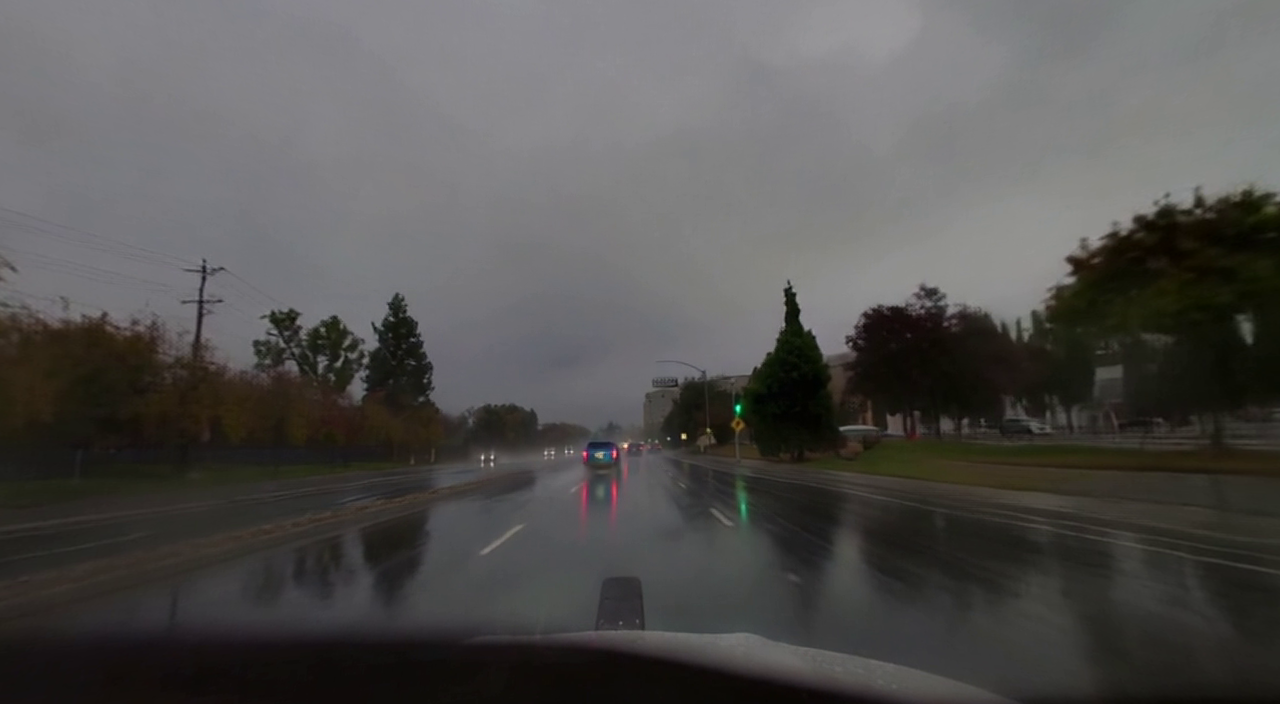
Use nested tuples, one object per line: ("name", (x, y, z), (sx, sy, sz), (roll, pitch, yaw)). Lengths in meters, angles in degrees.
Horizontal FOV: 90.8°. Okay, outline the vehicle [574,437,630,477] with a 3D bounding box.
("vehicle", (-1.670, 4.810, 29.179), (2.174, 1.703, 4.231), (0, -9, 2))
